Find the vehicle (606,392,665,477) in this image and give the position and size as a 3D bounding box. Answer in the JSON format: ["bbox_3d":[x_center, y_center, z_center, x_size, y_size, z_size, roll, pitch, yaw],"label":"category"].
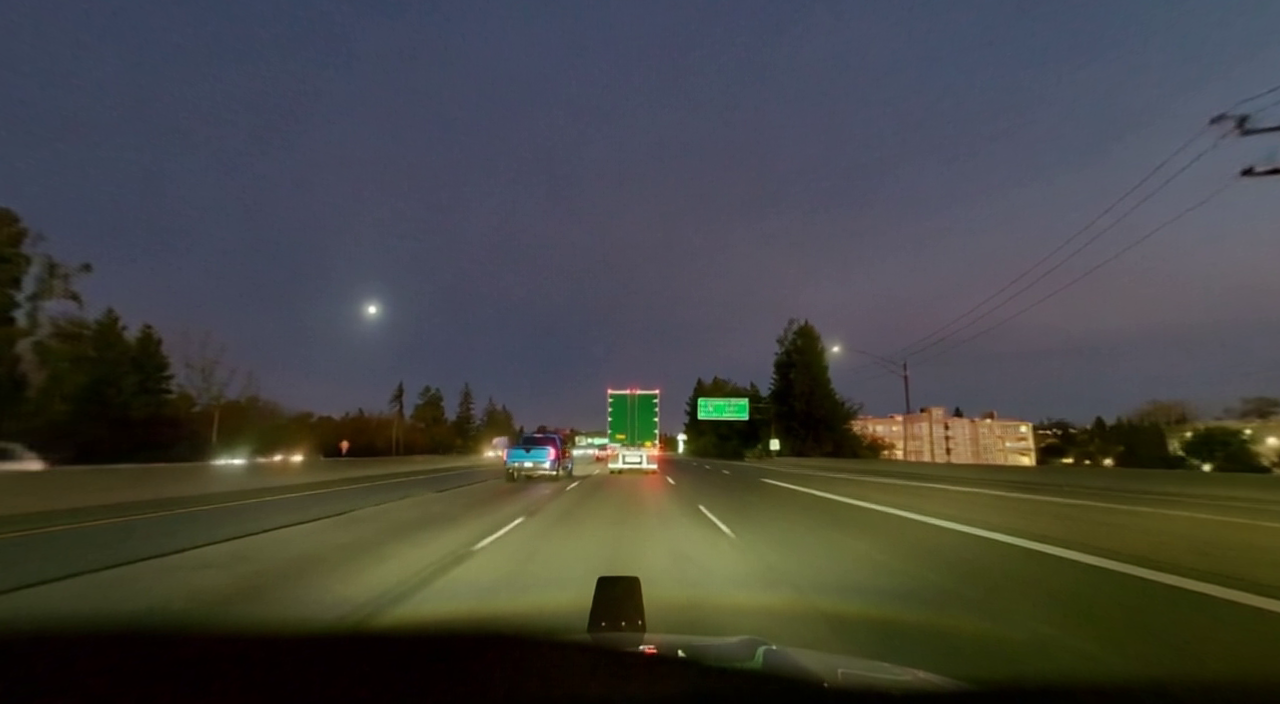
[{"bbox_3d":[-0.250,4.968,37.288,2.879,4.085,13.125,0,-8,0],"label":"vehicle"}]

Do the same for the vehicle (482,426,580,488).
[{"bbox_3d":[-4.096,4.125,25.196,2.749,2.141,6.515,0,-8,0],"label":"vehicle"}]
